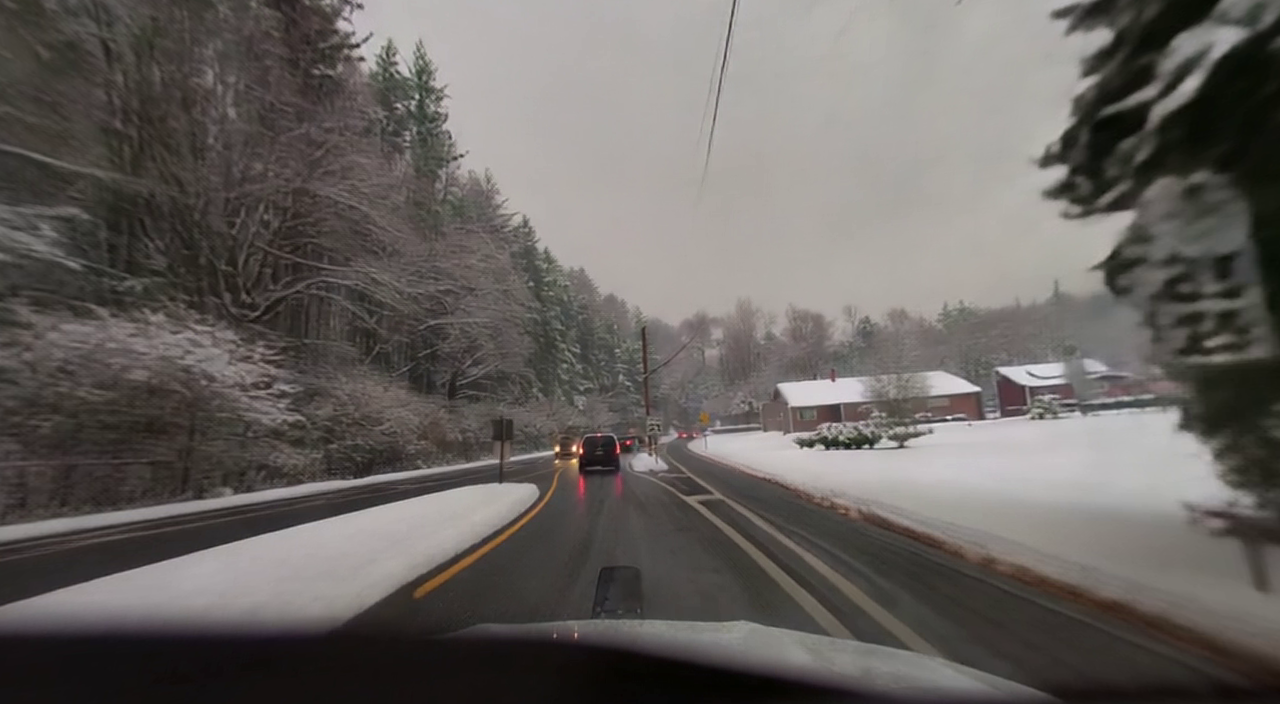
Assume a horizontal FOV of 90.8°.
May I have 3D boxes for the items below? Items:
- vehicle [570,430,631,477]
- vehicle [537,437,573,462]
[{"bbox_3d":[-1.544,4.050,25.318,2.216,1.708,4.110,0,-9,-2],"label":"vehicle"},{"bbox_3d":[-5.935,6.869,44.601,2.087,1.677,4.467,0,-9,-2],"label":"vehicle"}]
